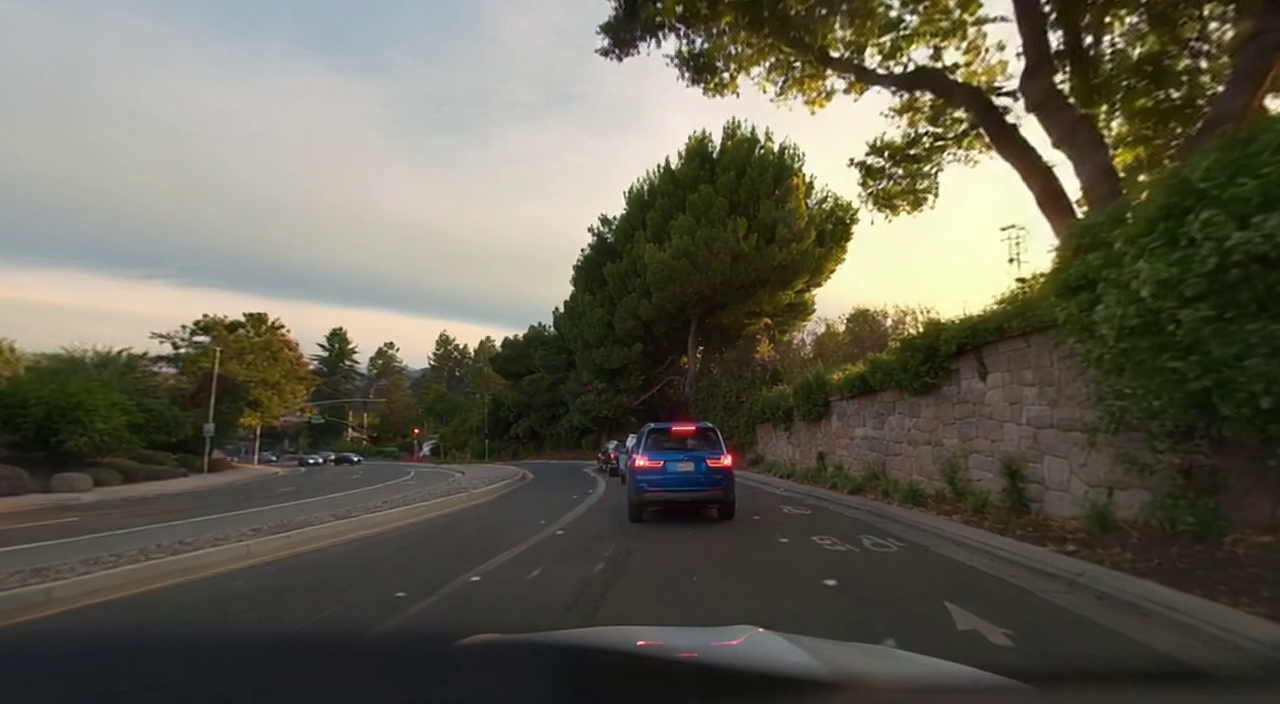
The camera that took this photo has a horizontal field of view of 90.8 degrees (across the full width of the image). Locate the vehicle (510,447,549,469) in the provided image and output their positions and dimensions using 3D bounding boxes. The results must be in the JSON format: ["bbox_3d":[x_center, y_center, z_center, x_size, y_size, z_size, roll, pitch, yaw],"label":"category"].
[{"bbox_3d":[-8.071,7.685,45.876,2.023,1.474,4.286,3,-9,-19],"label":"vehicle"}]

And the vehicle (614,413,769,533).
[{"bbox_3d":[0.738,2.109,11.584,2.287,1.762,4.269,0,-8,-1],"label":"vehicle"}]
